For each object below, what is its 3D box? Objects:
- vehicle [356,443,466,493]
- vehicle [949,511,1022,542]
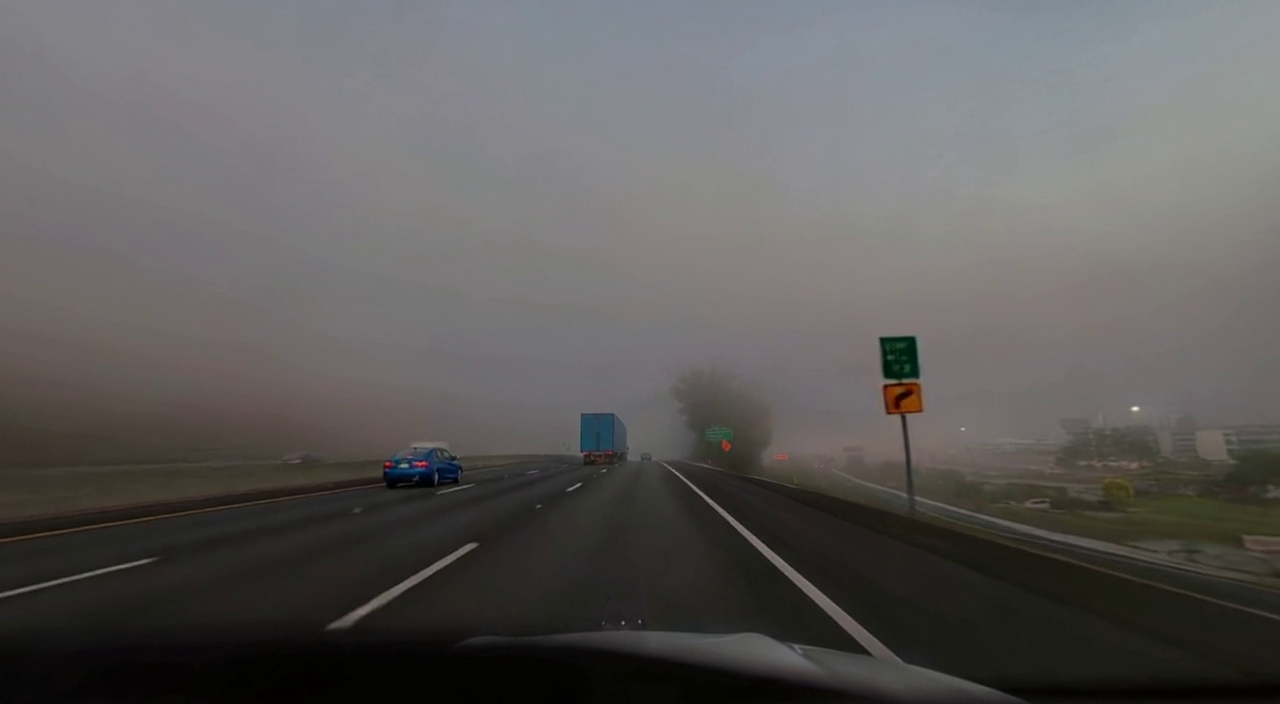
[{"bbox_3d":[-7.500,3.818,21.125,1.901,1.467,4.629,-1,-9,1],"label":"vehicle"},{"bbox_3d":[24.660,12.494,45.071,2.126,1.475,4.971,0,-8,-5],"label":"vehicle"}]
